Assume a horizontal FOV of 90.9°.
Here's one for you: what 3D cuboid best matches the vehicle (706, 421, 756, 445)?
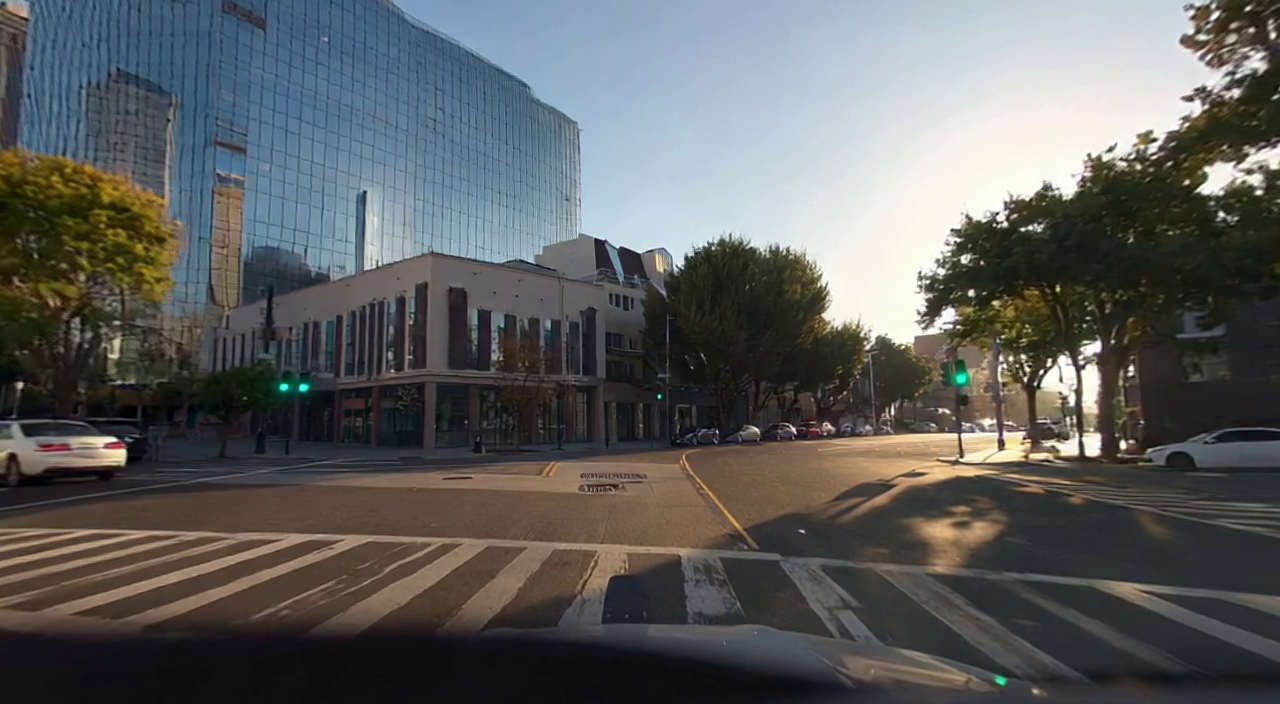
[{"bbox_3d":[5.789,5.144,39.730,1.852,1.465,4.092,-4,-9,28],"label":"vehicle"}]

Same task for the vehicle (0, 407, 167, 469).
[{"bbox_3d":[-19.333,2.785,20.354,5.978,1.852,2.304,1,-8,-7],"label":"vehicle"}]

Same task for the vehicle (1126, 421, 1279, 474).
[{"bbox_3d":[17.975,2.918,19.247,4.741,1.476,2.042,-7,-11,40],"label":"vehicle"}]

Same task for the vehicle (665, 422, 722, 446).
[{"bbox_3d":[3.871,5.897,45.274,1.922,1.628,4.291,-7,-11,40],"label":"vehicle"}]

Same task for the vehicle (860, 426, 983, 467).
[{"bbox_3d":[11.113,3.782,25.329,2.148,1.488,4.508,2,-9,-13],"label":"vehicle"}]
